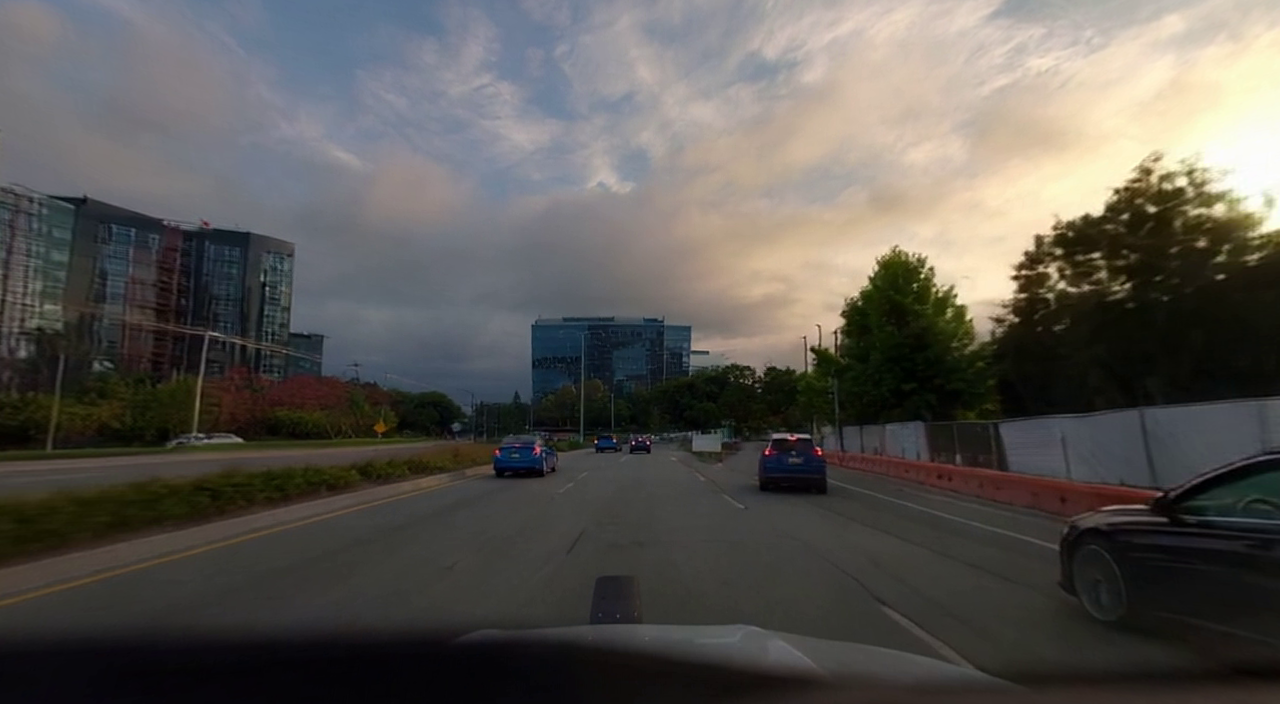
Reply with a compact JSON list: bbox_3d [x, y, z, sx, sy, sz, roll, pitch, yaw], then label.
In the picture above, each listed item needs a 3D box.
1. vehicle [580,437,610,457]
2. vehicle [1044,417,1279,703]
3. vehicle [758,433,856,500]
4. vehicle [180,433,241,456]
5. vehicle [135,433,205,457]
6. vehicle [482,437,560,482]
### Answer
[{"bbox_3d":[-3.533,7.512,49.961,1.888,1.486,4.310,0,-8,2],"label":"vehicle"},{"bbox_3d":[4.046,1.040,2.929,1.784,1.471,3.935,0,-8,2],"label":"vehicle"},{"bbox_3d":[4.091,2.814,15.990,1.913,1.499,3.581,-1,-8,7],"label":"vehicle"},{"bbox_3d":[-31.083,6.706,45.650,1.681,1.575,3.449,-1,-8,7],"label":"vehicle"},{"bbox_3d":[-33.787,6.686,45.372,1.806,1.653,3.792,-1,-8,8],"label":"vehicle"},{"bbox_3d":[-4.025,3.658,21.953,1.848,1.406,4.013,0,-8,2],"label":"vehicle"}]
